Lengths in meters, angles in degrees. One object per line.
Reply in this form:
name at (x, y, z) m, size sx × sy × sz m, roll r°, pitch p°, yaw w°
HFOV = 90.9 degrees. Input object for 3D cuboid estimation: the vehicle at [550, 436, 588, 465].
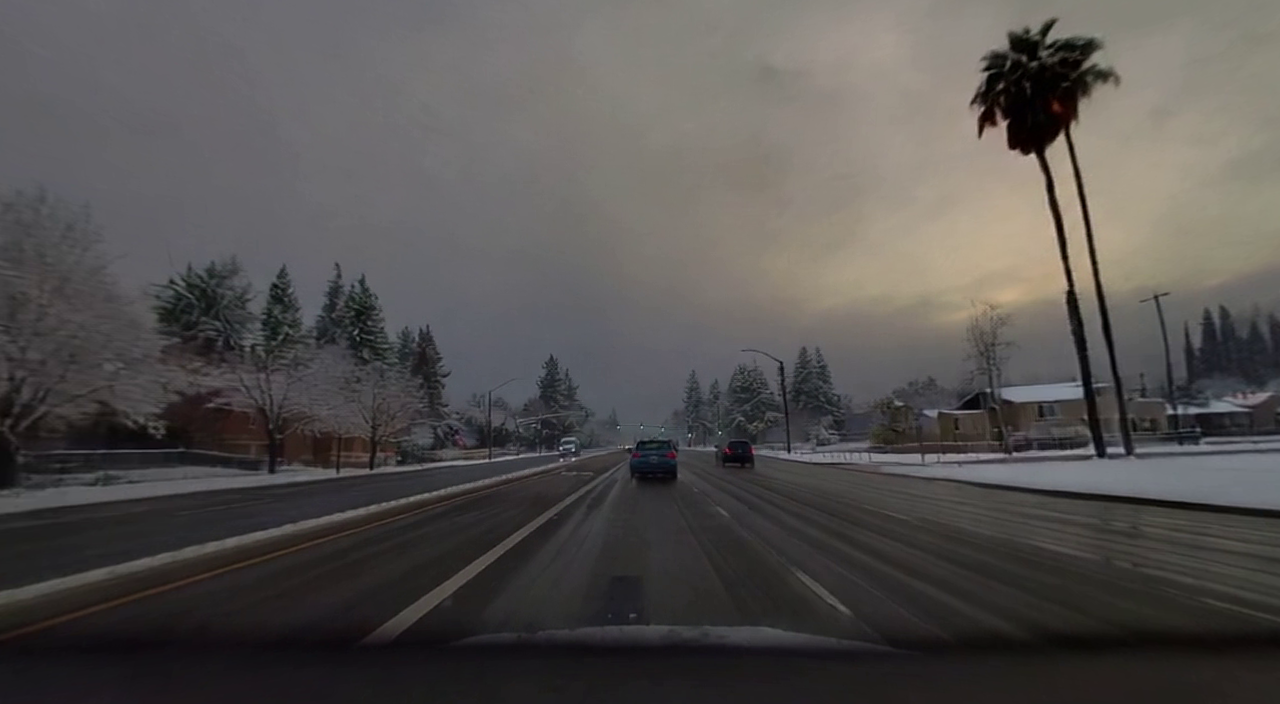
vehicle at (-5.047, 7.120, 45.606) m, size 2.193 × 1.967 × 4.600 m, roll 0°, pitch -8°, yaw 1°

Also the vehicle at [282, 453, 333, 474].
vehicle at (-25.570, 8.526, 48.327) m, size 4.694 × 1.484 × 1.893 m, roll -8°, pitch -11°, yaw 42°

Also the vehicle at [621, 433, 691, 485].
vehicle at (0.484, 3.794, 22.628) m, size 2.289 × 1.679 × 4.180 m, roll 0°, pitch -8°, yaw -1°

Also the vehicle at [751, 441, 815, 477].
vehicle at (6.442, 4.860, 28.925) m, size 1.897 × 1.477 × 4.360 m, roll 0°, pitch -8°, yaw -1°
